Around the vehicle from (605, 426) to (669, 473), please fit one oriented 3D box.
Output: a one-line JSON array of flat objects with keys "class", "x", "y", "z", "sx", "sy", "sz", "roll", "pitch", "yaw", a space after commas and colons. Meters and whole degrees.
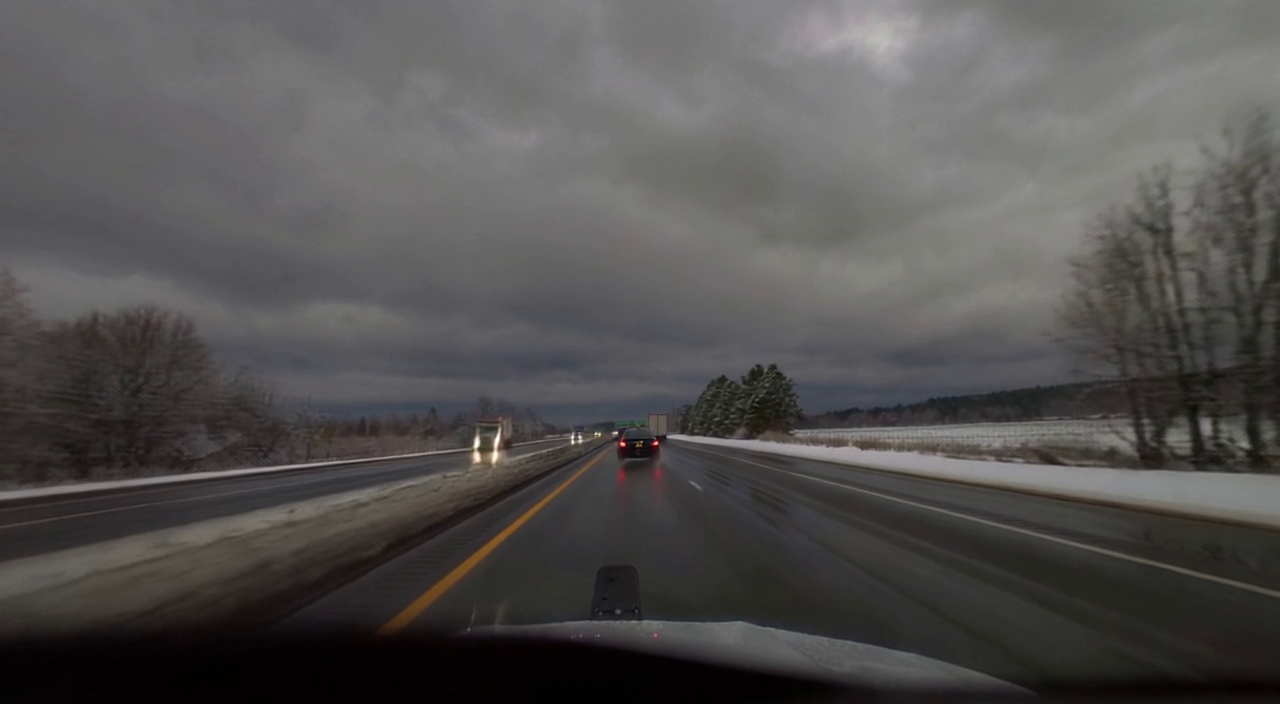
[{"class": "vehicle", "x": -0.145, "y": 3.702, "z": 24.233, "sx": 2.216, "sy": 1.623, "sz": 4.220, "roll": 0, "pitch": -8, "yaw": -1}]
